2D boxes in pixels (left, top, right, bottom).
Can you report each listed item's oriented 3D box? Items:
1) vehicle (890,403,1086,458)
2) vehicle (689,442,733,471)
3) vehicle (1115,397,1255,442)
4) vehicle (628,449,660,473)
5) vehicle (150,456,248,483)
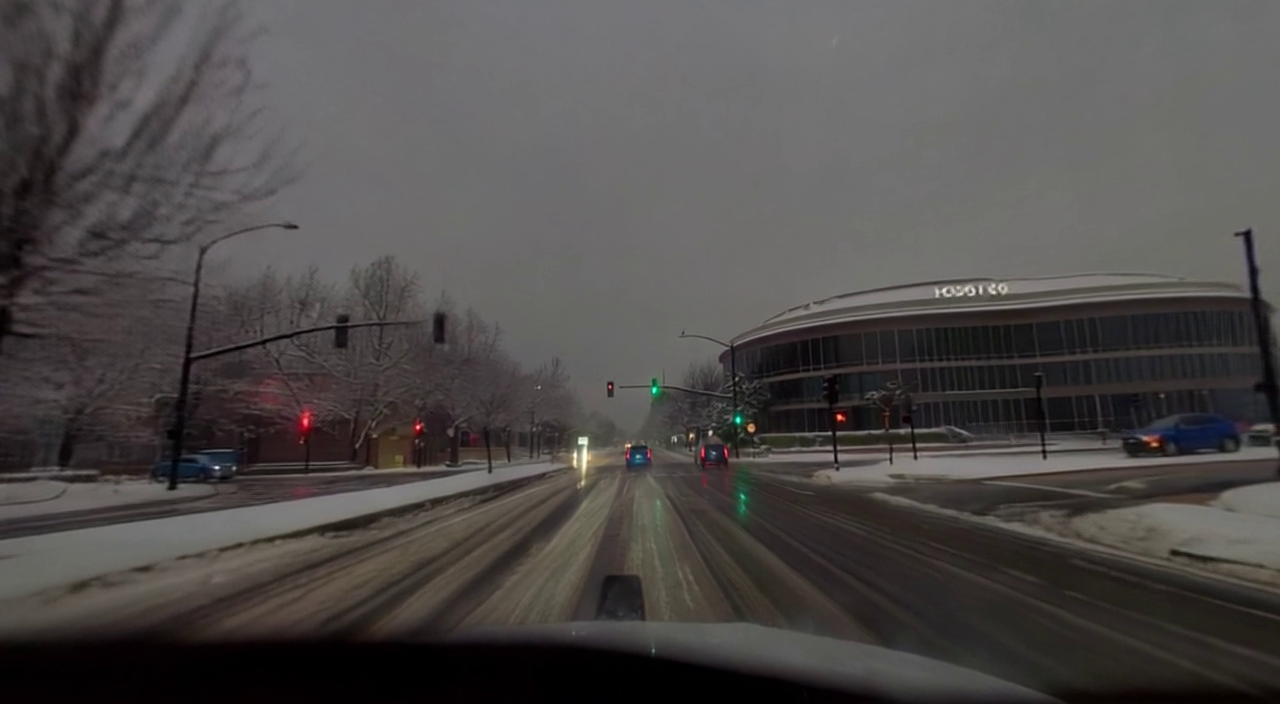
[{"bbox_3d":[22.947,5.292,42.136,10.893,3.534,3.195,-1,-9,4],"label":"vehicle"},{"bbox_3d":[4.569,6.821,41.359,2.174,1.749,4.739,0,-9,-2],"label":"vehicle"},{"bbox_3d":[23.400,2.994,27.350,1.887,1.635,4.695,1,-9,0],"label":"vehicle"},{"bbox_3d":[0.245,7.284,42.355,2.014,1.525,4.197,0,-9,0],"label":"vehicle"},{"bbox_3d":[-26.790,7.131,38.327,4.500,1.555,1.913,0,-9,3],"label":"vehicle"}]
